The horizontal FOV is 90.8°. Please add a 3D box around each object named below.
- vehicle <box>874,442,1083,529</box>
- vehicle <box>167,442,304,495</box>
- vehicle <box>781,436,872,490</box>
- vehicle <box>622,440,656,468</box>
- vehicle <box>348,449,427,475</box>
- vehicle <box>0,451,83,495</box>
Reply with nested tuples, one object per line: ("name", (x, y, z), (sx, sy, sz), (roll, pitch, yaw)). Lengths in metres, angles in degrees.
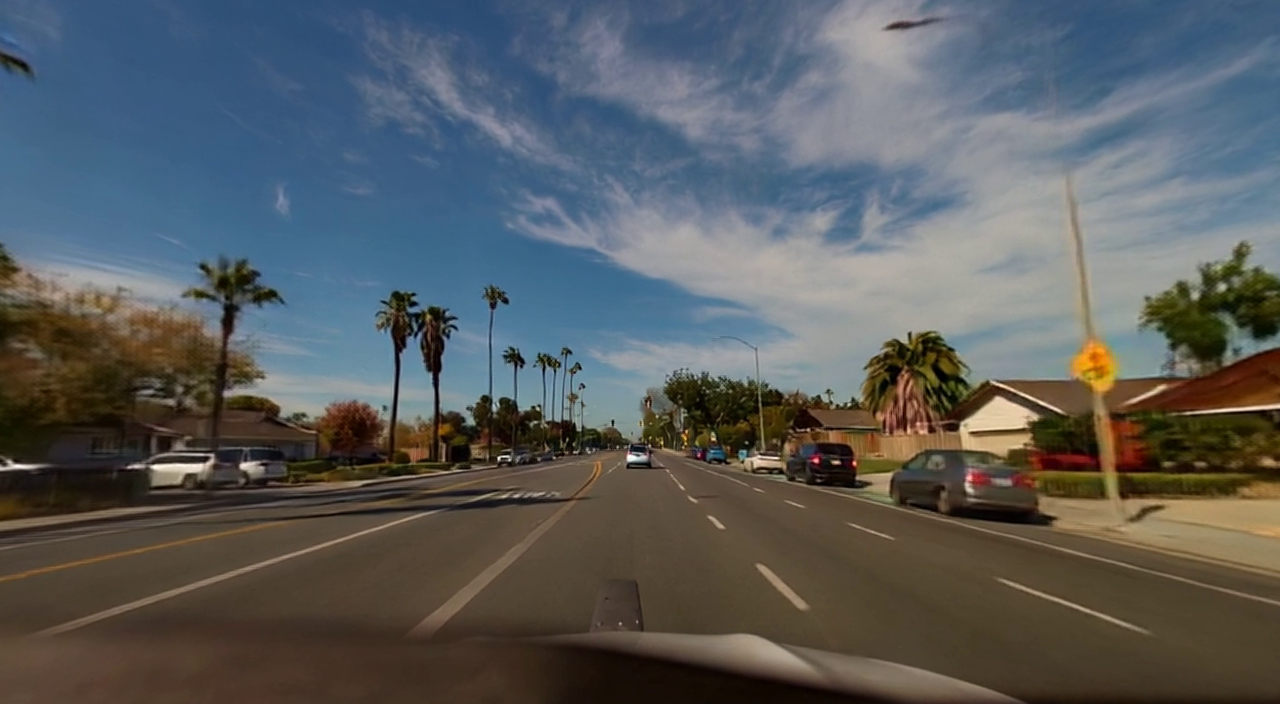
("vehicle", (6.841, 2.697, 13.534), (1.947, 1.505, 4.759), (-1, -8, 2))
("vehicle", (-16.782, 4.810, 26.639), (2.185, 1.993, 5.054), (-1, -8, 4))
("vehicle", (6.993, 4.191, 24.383), (2.035, 1.822, 5.449), (-1, -8, 2))
("vehicle", (-0.103, 7.122, 44.311), (2.248, 1.833, 4.798), (0, -8, -1))
("vehicle", (-17.720, 7.696, 44.408), (4.683, 1.686, 1.950), (-1, -8, 2))
("vehicle", (-25.890, 5.145, 26.822), (1.914, 1.662, 3.657), (0, -11, -18))
